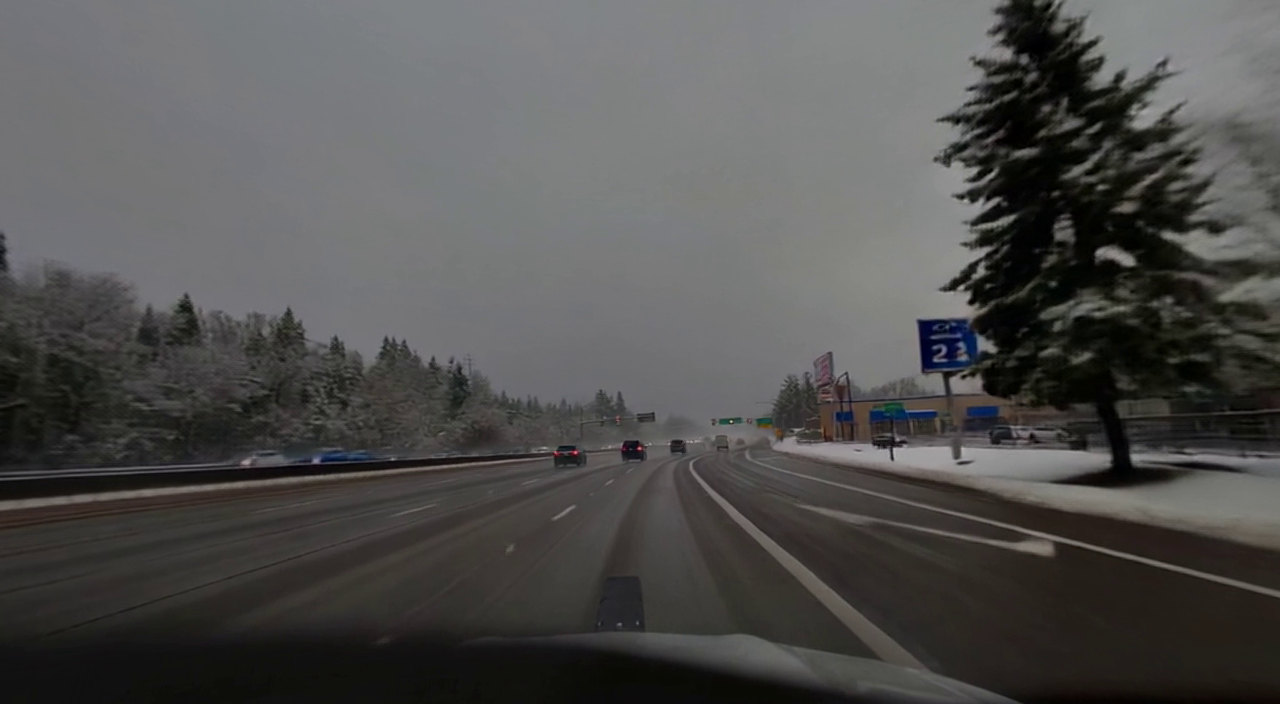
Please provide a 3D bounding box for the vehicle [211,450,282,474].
[{"bbox_3d":[-27.245,7.629,43.935,1.831,1.510,4.299,-1,-9,6],"label":"vehicle"}]

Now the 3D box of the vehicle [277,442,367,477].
[{"bbox_3d":[-17.379,5.856,34.810,2.072,1.753,4.796,-1,-9,6],"label":"vehicle"}]

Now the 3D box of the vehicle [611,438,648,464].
[{"bbox_3d":[-0.710,7.197,46.092,2.139,1.782,4.079,-1,-9,7],"label":"vehicle"}]
